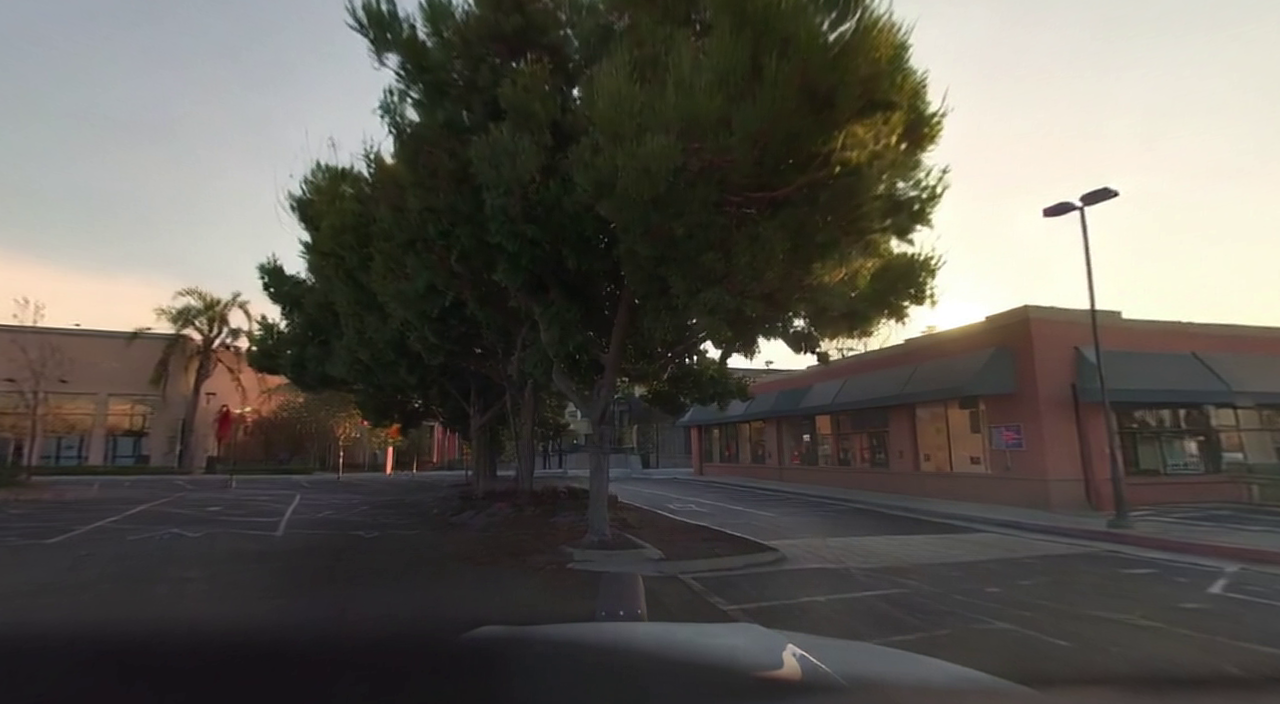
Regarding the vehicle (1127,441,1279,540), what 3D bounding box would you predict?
[{"bbox_3d":[10.980,2.178,9.995,2.140,1.507,4.856,2,-9,-11],"label":"vehicle"}]
